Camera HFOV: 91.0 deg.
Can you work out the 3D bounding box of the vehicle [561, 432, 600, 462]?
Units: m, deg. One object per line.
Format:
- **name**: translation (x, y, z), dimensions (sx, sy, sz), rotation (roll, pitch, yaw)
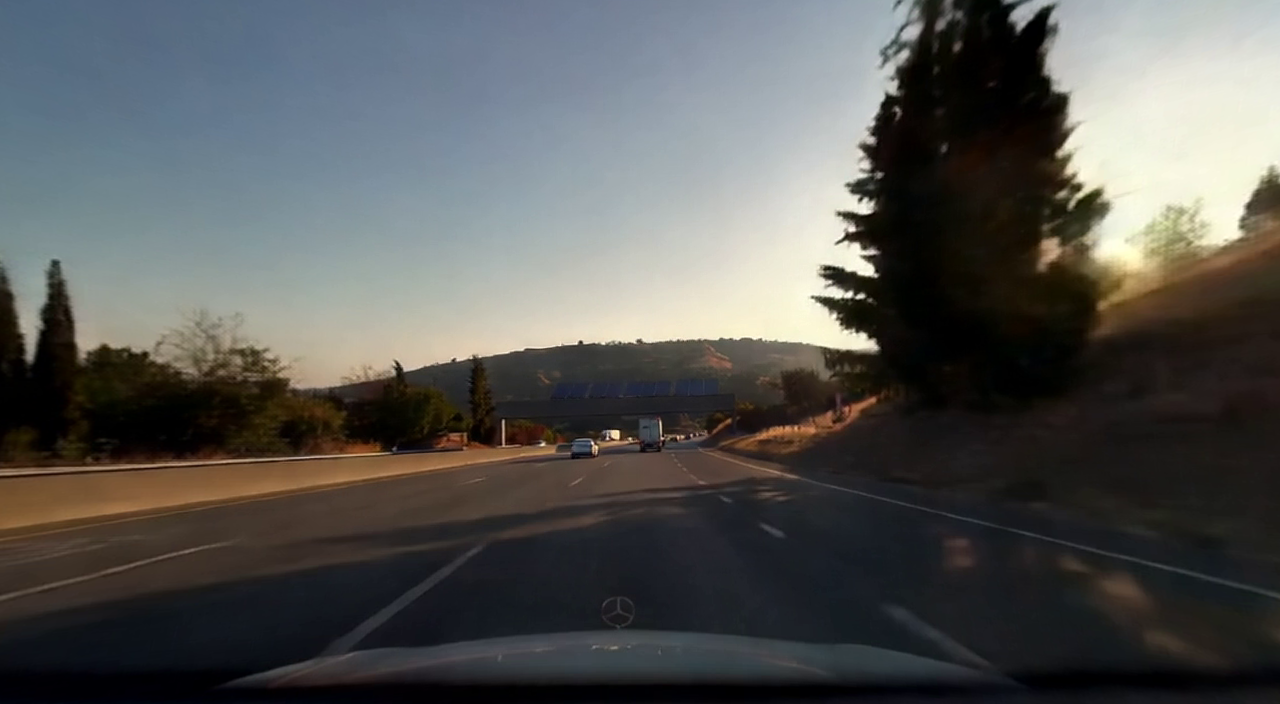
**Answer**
- **vehicle**: translation (-3.991, 6.518, 43.237), dimensions (2.130, 1.935, 4.817), rotation (-1, -8, 1)
